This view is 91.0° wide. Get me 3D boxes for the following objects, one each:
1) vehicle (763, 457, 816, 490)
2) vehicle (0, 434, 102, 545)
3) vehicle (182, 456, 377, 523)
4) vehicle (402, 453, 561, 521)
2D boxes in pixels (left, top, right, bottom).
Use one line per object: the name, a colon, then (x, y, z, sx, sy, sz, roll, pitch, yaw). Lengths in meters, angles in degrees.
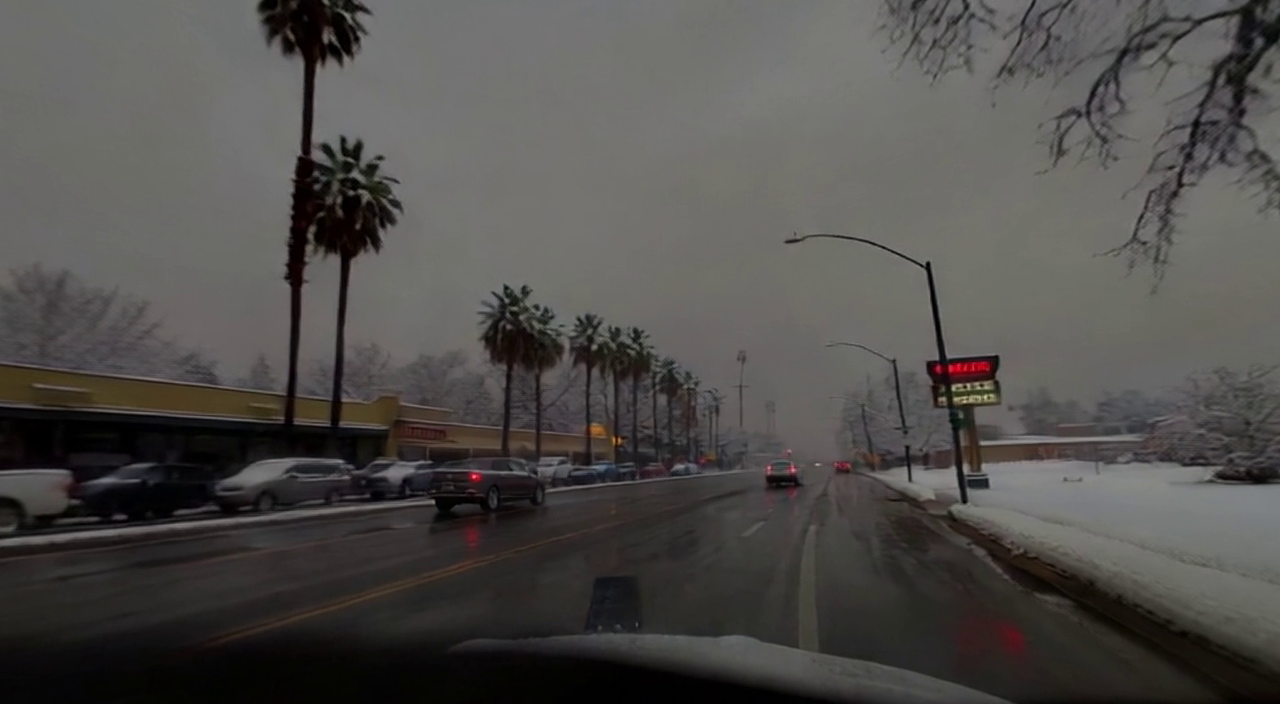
vehicle: (7.879, 6.263, 32.750, 2.139, 1.461, 4.918, -3, -9, 19)
vehicle: (-11.878, 2.161, 9.778, 1.989, 1.792, 4.884, -5, -13, 16)
vehicle: (-9.442, 3.588, 16.988, 1.837, 1.468, 4.389, -2, -9, 18)
vehicle: (-4.041, 3.504, 17.002, 2.090, 1.520, 4.452, -2, -9, 17)
